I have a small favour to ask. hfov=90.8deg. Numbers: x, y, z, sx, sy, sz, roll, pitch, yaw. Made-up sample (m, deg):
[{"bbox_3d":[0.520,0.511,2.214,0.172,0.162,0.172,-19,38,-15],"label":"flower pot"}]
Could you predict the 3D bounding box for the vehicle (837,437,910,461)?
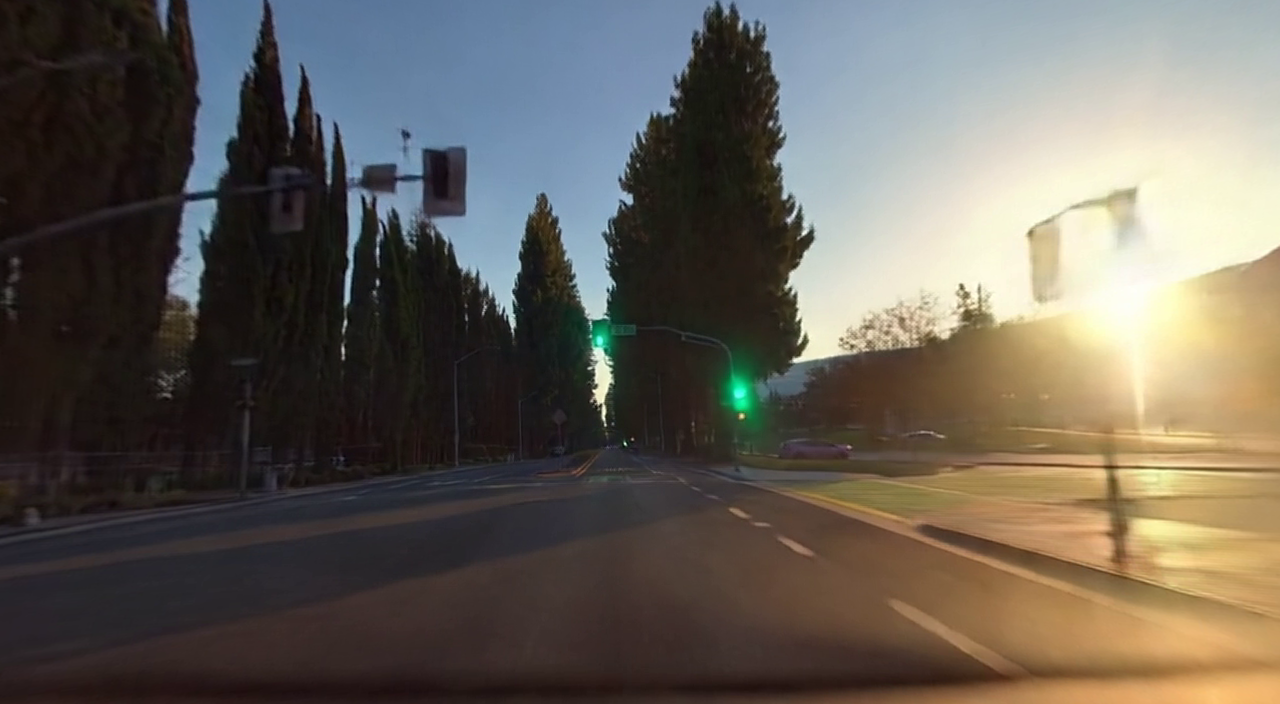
[{"bbox_3d":[14.666,6.110,39.801,3.914,1.415,1.626,0,-8,1],"label":"vehicle"}]
